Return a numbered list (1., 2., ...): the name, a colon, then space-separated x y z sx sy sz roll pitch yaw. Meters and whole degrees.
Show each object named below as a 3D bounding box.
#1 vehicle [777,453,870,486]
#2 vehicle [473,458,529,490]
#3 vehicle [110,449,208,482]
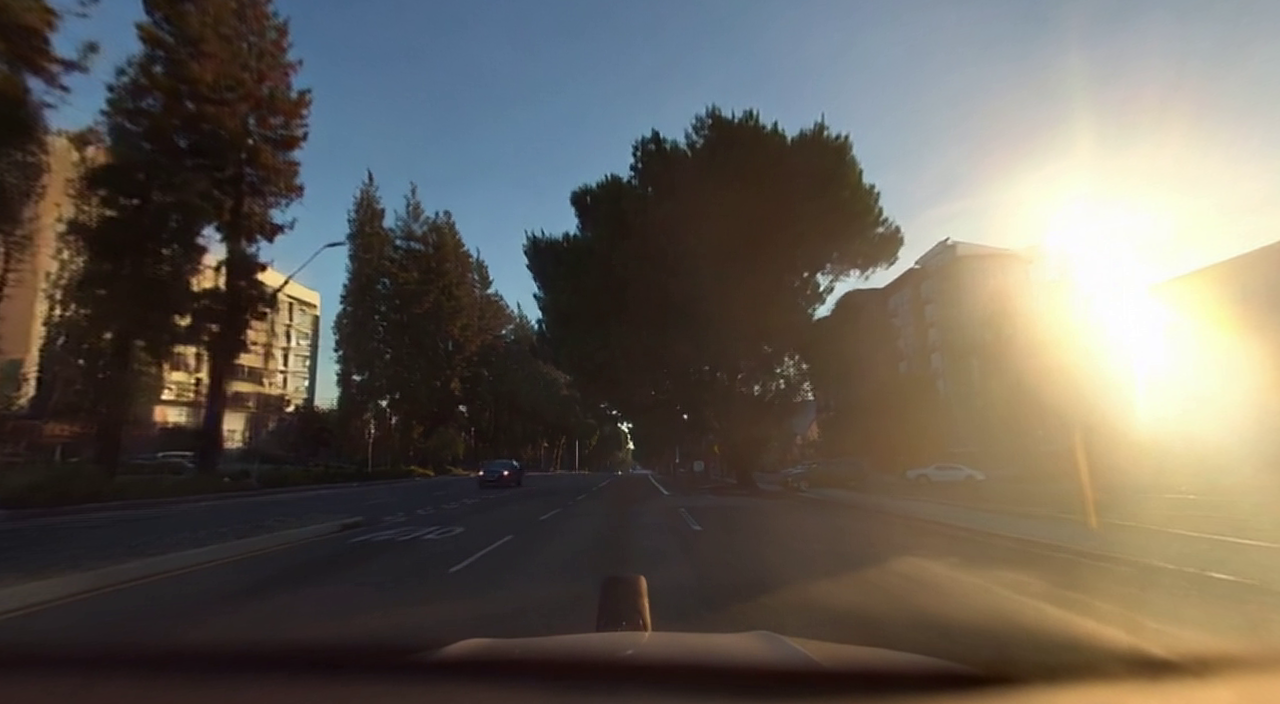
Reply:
1. vehicle: 10.832 6.955 37.329 4.903 1.831 2.098 0 -8 2
2. vehicle: -7.898 6.949 36.156 2.220 1.681 4.633 0 -10 -1
3. vehicle: -27.796 6.581 36.374 3.770 1.737 2.102 0 -15 -2
